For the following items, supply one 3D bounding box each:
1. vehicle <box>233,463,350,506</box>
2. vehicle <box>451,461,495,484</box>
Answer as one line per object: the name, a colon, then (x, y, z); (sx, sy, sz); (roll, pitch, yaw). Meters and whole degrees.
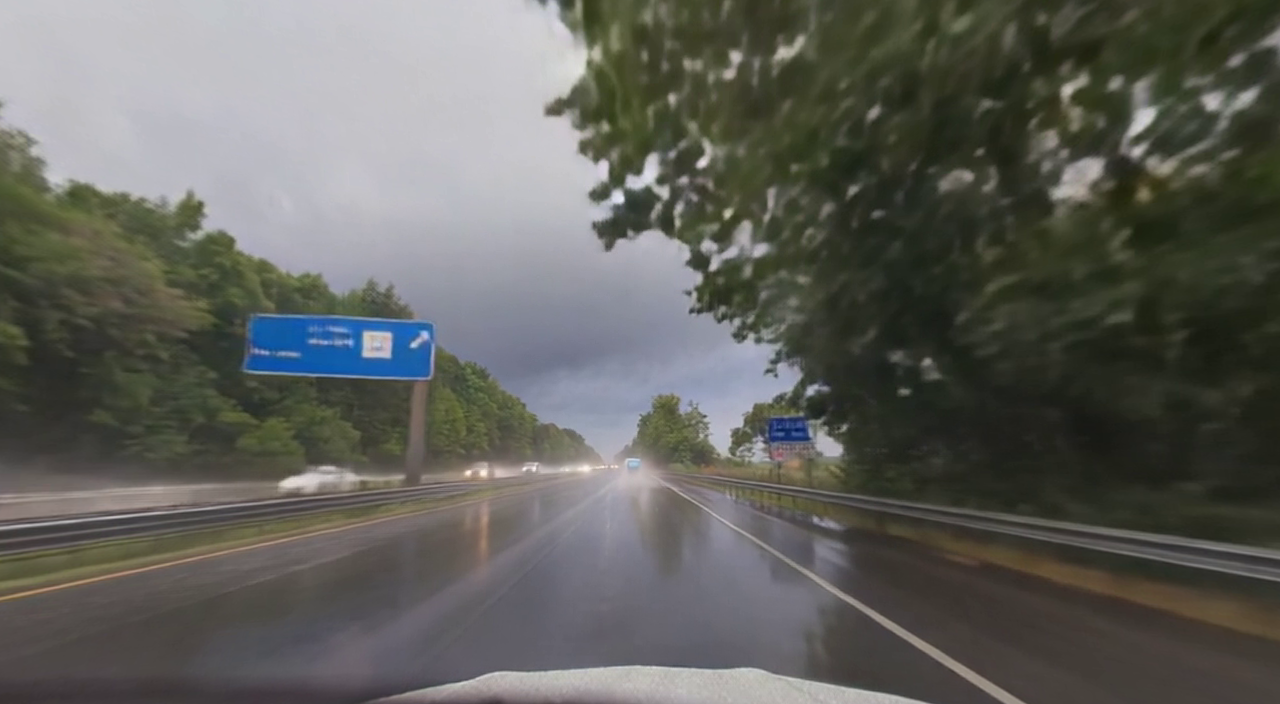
vehicle: (-13.428, 5.126, 24.672); (1.944, 1.453, 4.544); (1, -10, 0)
vehicle: (-12.860, 9.337, 48.789); (2.070, 1.611, 4.762); (1, -11, 0)
